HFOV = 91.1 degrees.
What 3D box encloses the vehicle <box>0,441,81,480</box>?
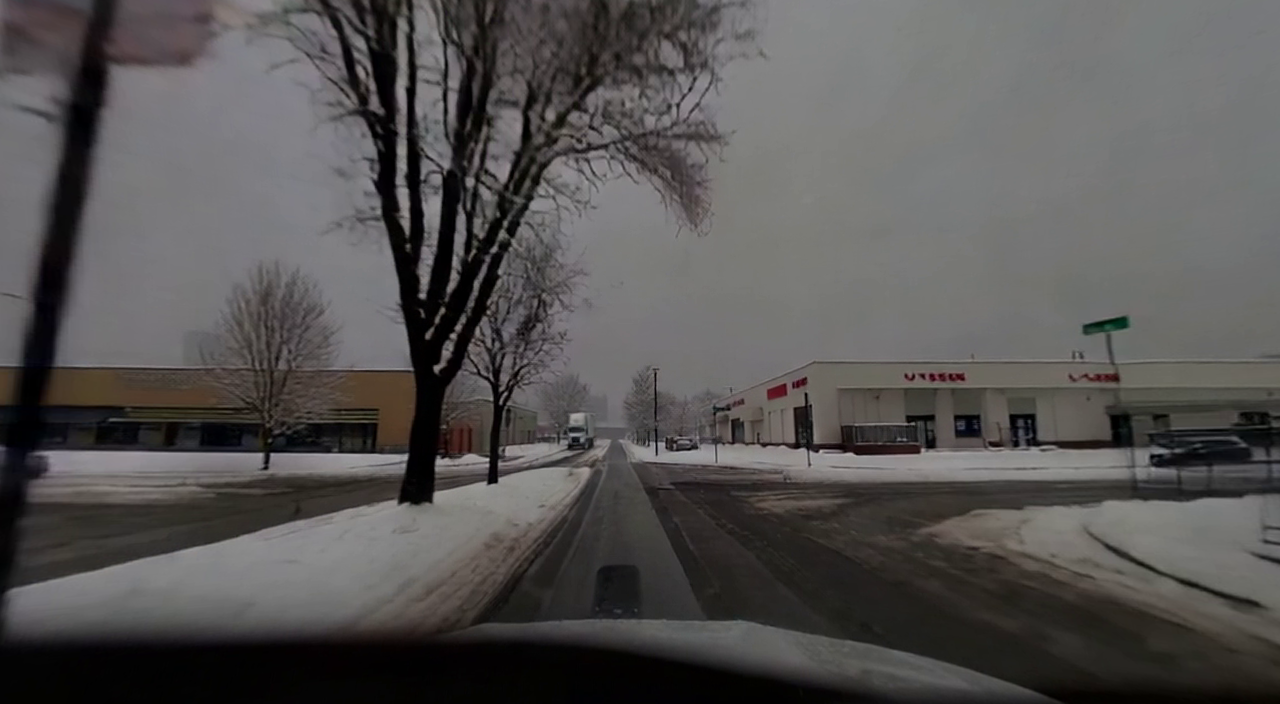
[{"bbox_3d":[-25.034,4.277,24.952,3.766,1.502,1.870,0,-8,-2],"label":"vehicle"}]
